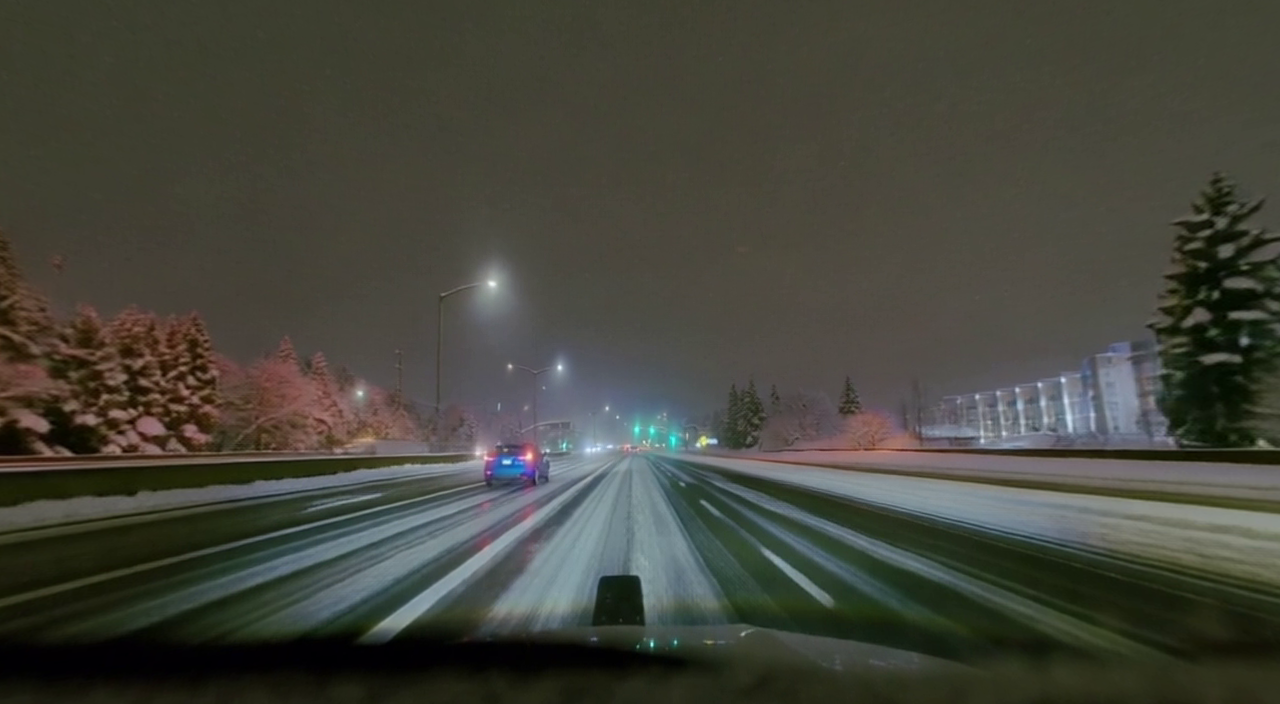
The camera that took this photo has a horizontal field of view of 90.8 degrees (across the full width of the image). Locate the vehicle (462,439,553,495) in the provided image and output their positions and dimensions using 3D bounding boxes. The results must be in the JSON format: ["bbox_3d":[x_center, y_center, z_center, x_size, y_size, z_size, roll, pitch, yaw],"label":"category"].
[{"bbox_3d":[-3.959,3.511,19.700,1.900,1.492,4.495,0,-9,0],"label":"vehicle"}]
